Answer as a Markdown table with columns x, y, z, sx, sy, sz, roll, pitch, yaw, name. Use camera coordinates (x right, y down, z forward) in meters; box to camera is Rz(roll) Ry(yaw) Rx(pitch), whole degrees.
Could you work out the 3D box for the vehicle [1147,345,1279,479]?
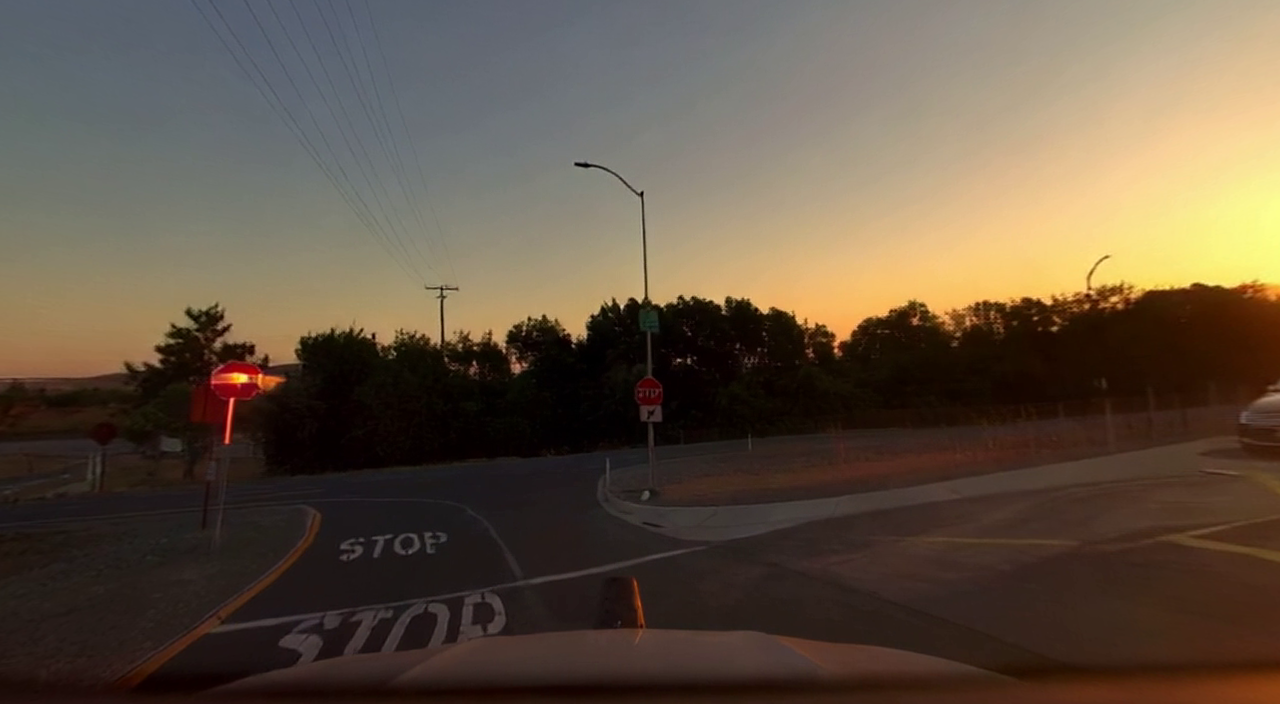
| x | y | z | sx | sy | sz | roll | pitch | yaw | name |
| --- | --- | --- | --- | --- | --- | --- | --- | --- | --- |
| 10.065 | 0.572 | 8.833 | 4.403 | 1.574 | 1.914 | -9 | -7 | -11 | vehicle |
